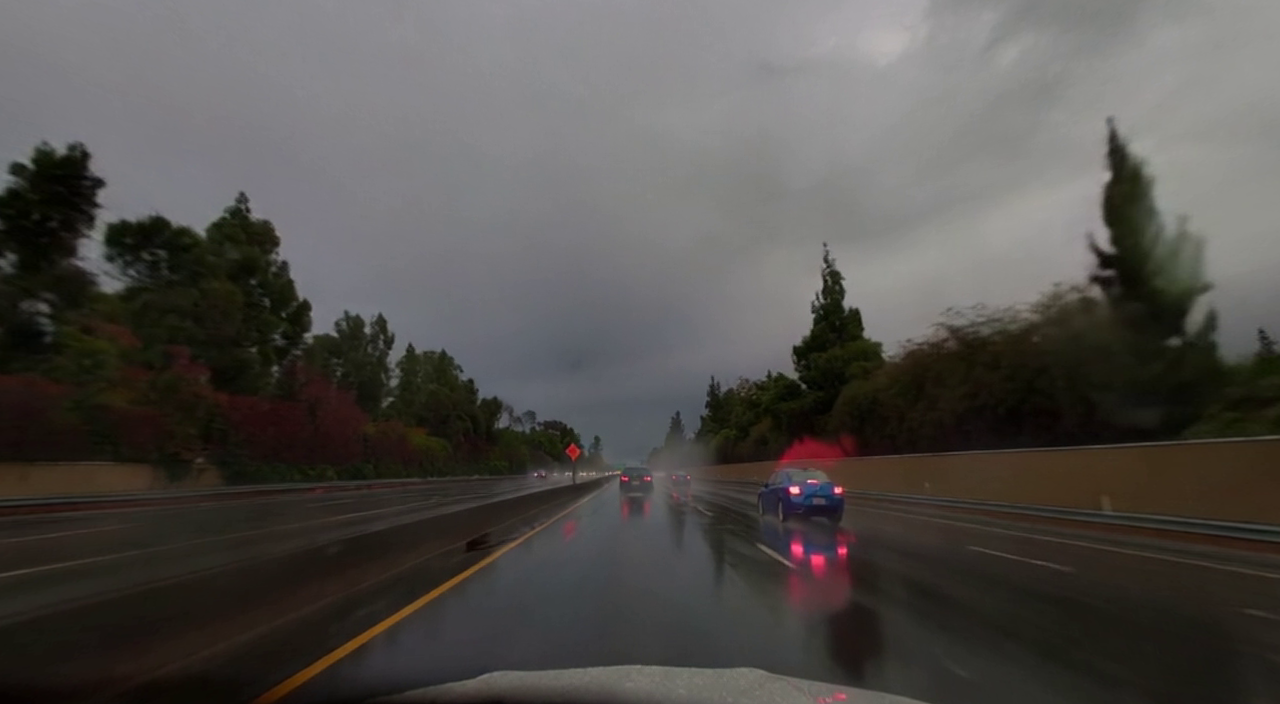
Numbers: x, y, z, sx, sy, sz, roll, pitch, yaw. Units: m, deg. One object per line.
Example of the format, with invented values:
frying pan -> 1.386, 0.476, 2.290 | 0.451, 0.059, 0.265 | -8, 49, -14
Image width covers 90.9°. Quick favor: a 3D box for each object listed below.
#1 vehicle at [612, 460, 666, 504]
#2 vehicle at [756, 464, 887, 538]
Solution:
vehicle -> -0.032, 5.330, 25.979 | 2.037, 1.605, 3.833 | 1, -11, 0
vehicle -> 4.233, 3.554, 15.448 | 1.938, 1.494, 4.032 | 1, -11, -1
